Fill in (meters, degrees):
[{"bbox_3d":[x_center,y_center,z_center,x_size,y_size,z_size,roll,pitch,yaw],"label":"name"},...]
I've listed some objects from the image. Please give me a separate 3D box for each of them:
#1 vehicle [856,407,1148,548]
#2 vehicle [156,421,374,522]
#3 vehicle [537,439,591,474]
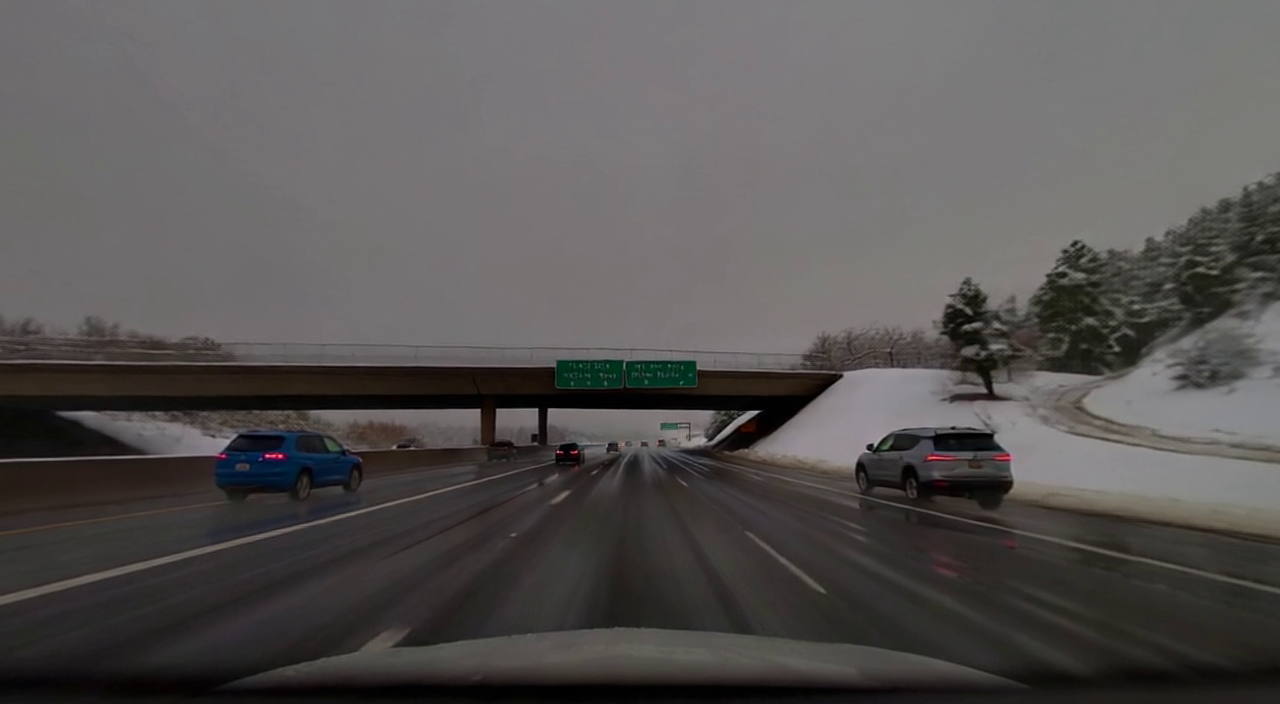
[{"bbox_3d":[5.258,1.893,10.128,1.950,1.719,4.545,0,-9,0],"label":"vehicle"},{"bbox_3d":[-7.276,2.348,12.886,1.860,1.694,4.173,0,-9,0],"label":"vehicle"},{"bbox_3d":[-3.464,4.869,29.677,1.925,1.509,4.363,0,-9,1],"label":"vehicle"}]
